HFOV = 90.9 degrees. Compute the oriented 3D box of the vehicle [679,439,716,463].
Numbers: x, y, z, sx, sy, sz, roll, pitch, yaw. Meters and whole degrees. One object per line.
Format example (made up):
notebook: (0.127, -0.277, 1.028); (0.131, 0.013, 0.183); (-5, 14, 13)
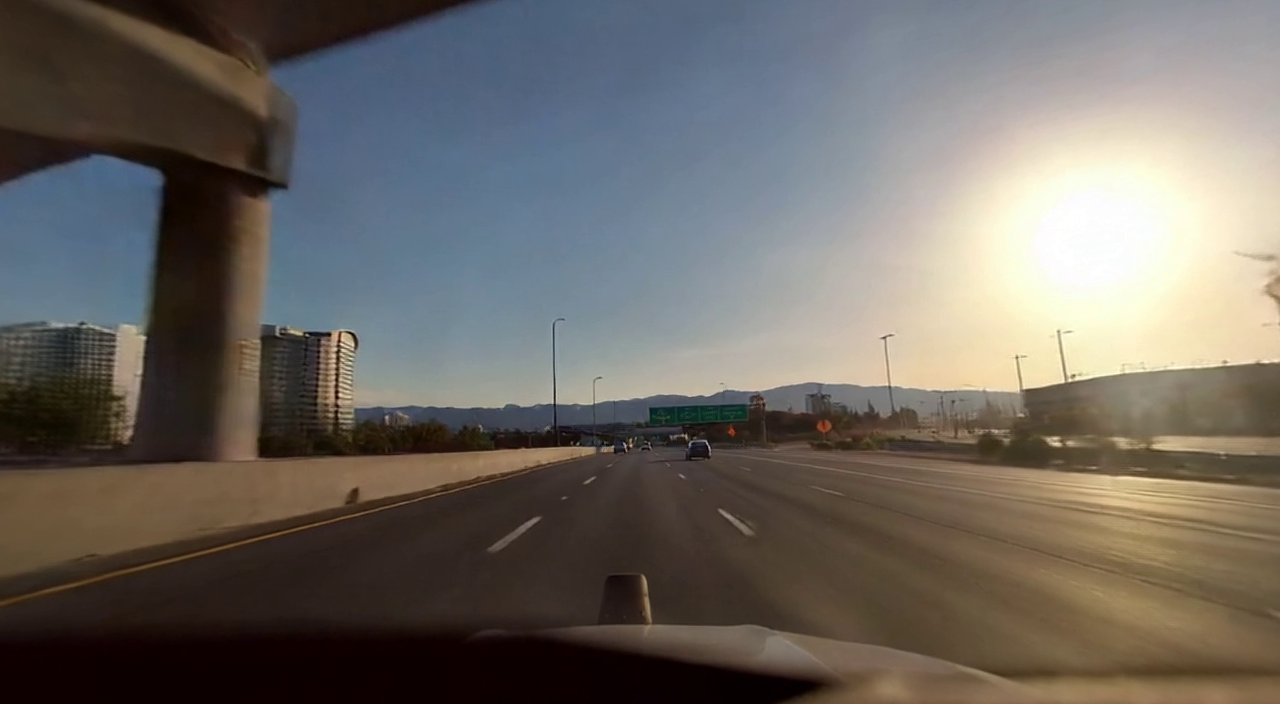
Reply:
vehicle: (3.679, 6.443, 41.189); (1.949, 1.515, 4.374); (0, -8, -1)
